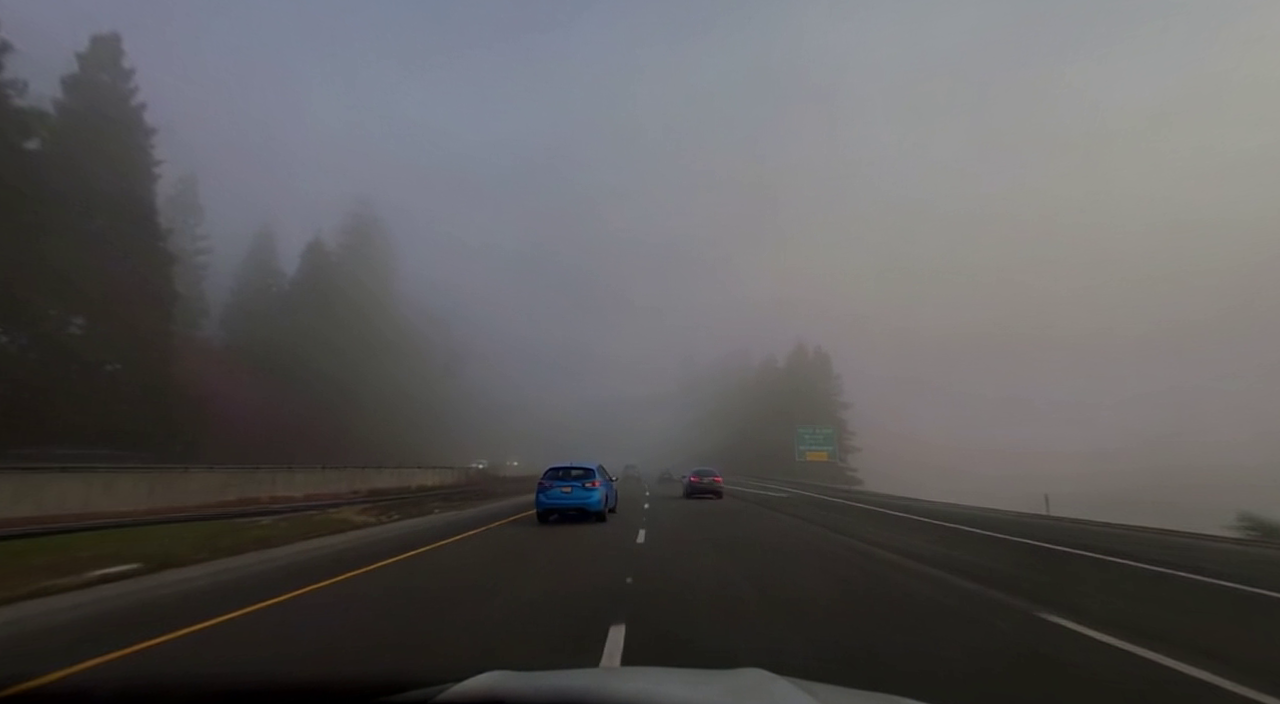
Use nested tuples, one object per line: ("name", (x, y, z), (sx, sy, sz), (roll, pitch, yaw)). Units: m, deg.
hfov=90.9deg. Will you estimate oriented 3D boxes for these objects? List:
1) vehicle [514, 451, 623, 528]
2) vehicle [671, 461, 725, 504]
("vehicle", (-1.649, 3.492, 16.407), (2.176, 1.678, 4.724), (0, -10, 1))
("vehicle", (2.308, 5.296, 25.781), (1.905, 1.559, 3.491), (0, -10, 0))
